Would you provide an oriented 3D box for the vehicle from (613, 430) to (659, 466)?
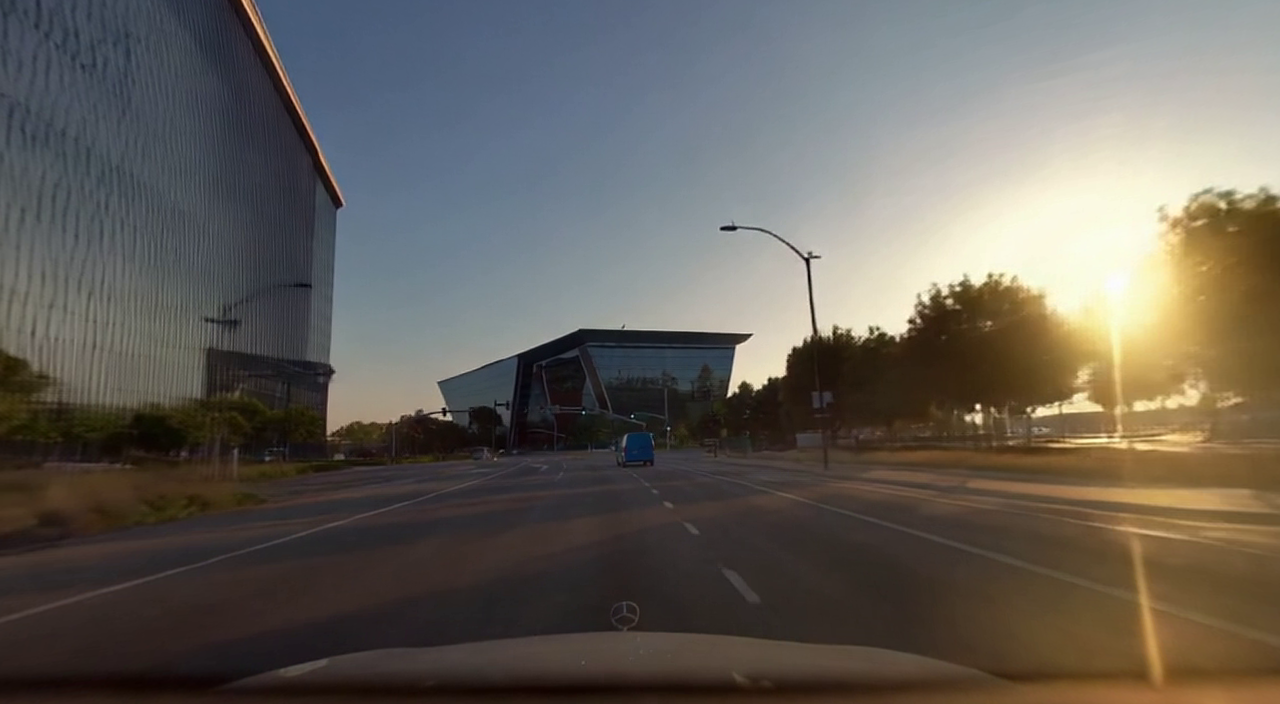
[{"bbox_3d":[-0.359,6.437,42.179,2.339,2.244,4.817,1,-8,-9],"label":"vehicle"}]
